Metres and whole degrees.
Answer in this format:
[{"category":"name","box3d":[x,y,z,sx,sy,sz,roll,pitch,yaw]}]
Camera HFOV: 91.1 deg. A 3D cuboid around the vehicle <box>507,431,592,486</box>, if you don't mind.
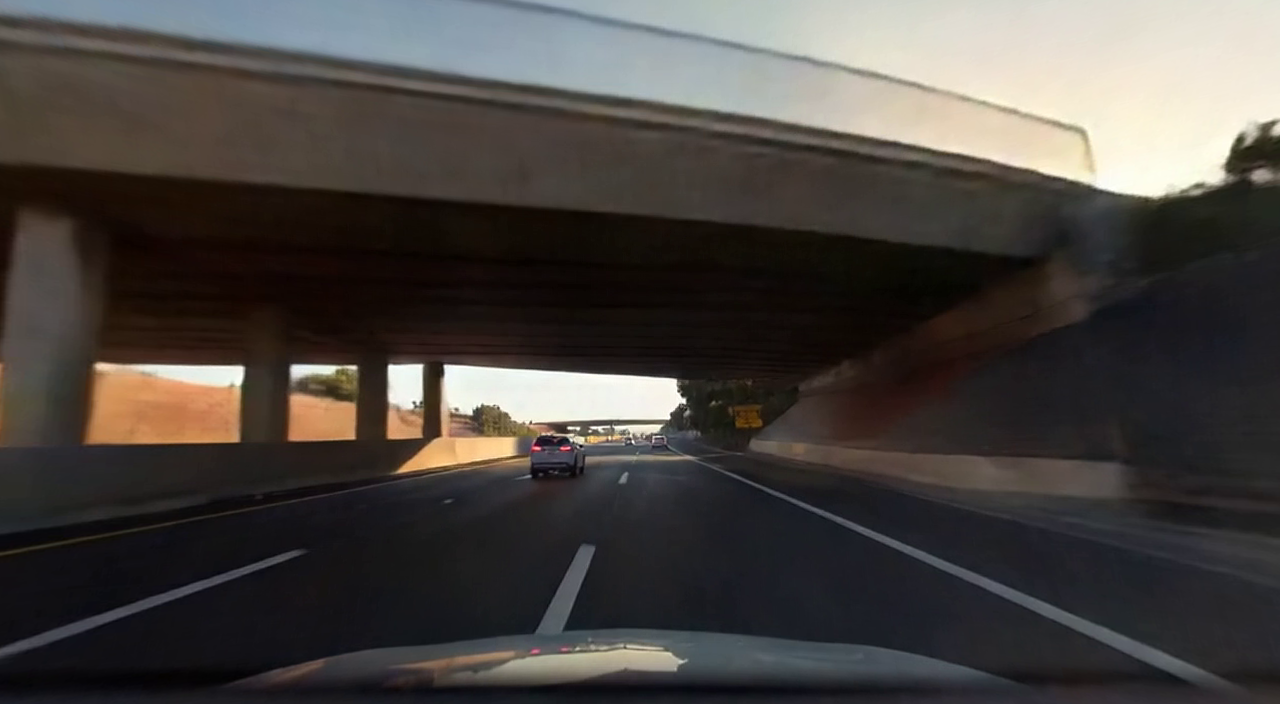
[{"category":"vehicle","box3d":[-2.796,3.379,20.434,2.039,1.589,4.324,0,-8,1]}]
